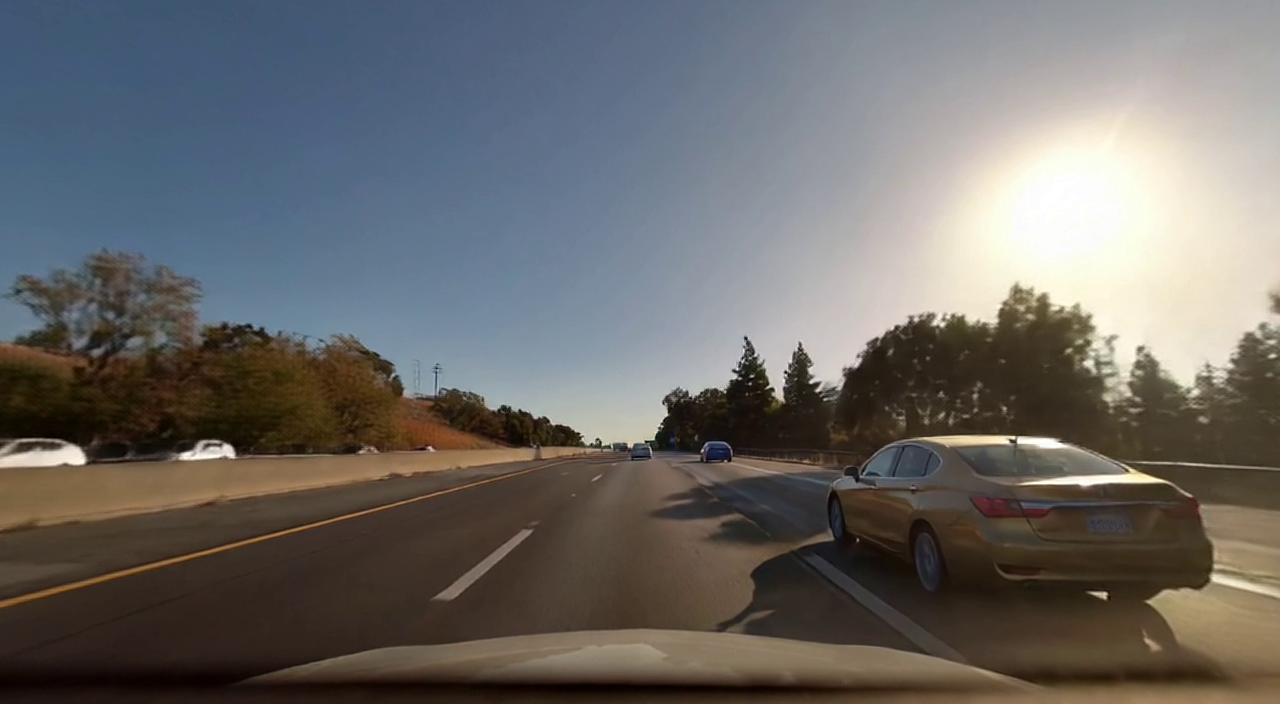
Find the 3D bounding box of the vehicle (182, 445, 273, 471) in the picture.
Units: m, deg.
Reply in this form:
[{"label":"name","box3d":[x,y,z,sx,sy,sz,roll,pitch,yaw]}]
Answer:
[{"label":"vehicle","box3d":[-28.923,7.402,44.321,2.546,1.681,5.672,0,-8,1]}]

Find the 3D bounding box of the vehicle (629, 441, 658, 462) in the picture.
[{"label":"vehicle","box3d":[0.247,7.363,46.536,2.052,1.449,3.857,0,-8,0]}]

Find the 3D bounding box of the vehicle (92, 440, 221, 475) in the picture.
[{"label":"vehicle","box3d":[-29.012,6.340,38.139,2.271,1.944,6.850,0,-8,1]}]

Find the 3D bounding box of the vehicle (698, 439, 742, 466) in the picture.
[{"label":"vehicle","box3d":[4.782,6.106,38.229,2.008,1.524,4.598,0,-8,-1]}]
